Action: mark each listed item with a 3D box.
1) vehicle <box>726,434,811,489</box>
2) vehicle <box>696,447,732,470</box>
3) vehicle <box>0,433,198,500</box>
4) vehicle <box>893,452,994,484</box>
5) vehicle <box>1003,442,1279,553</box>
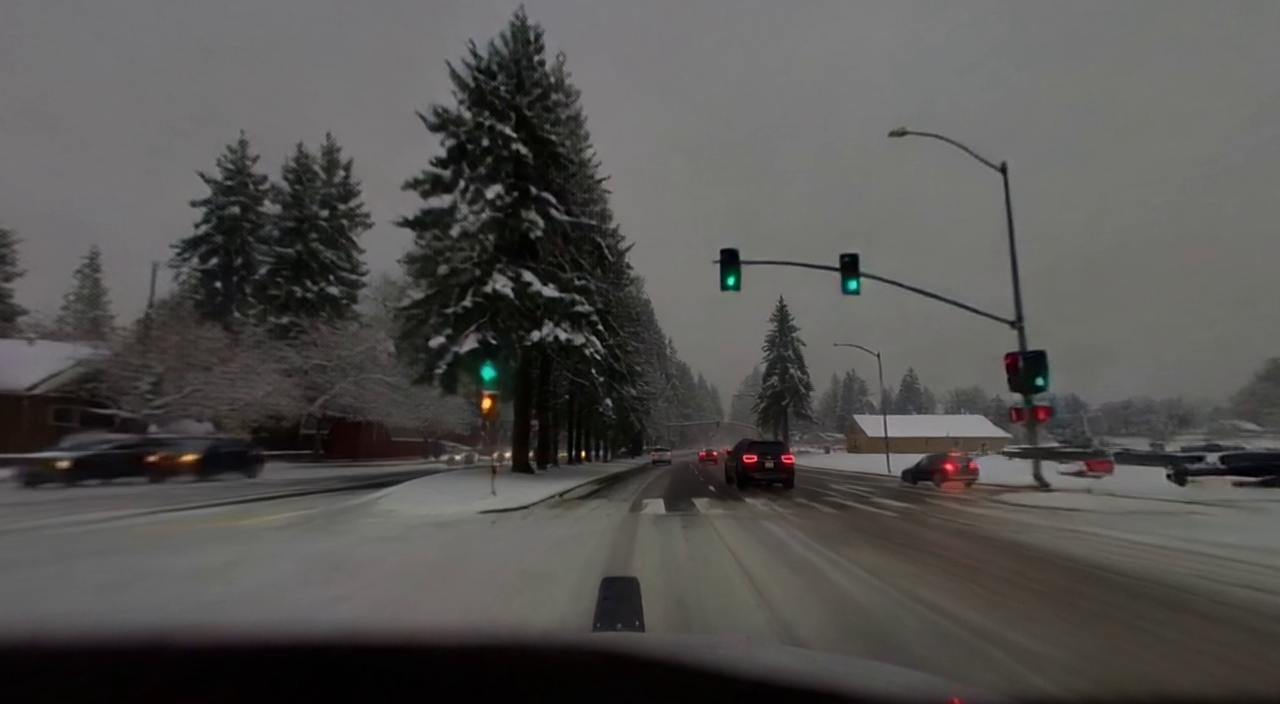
[{"bbox_3d":[4.629,4.031,23.544,2.209,1.813,4.724,0,-8,0],"label":"vehicle"},{"bbox_3d":[4.973,7.265,43.204,2.064,1.474,4.389,0,-9,2],"label":"vehicle"},{"bbox_3d":[-15.195,3.176,17.896,2.025,1.625,4.528,0,-9,1],"label":"vehicle"},{"bbox_3d":[15.536,5.923,32.642,2.040,1.472,4.846,2,-9,-13],"label":"vehicle"},{"bbox_3d":[8.403,2.301,10.738,1.949,1.492,4.103,0,-8,-1],"label":"vehicle"}]
